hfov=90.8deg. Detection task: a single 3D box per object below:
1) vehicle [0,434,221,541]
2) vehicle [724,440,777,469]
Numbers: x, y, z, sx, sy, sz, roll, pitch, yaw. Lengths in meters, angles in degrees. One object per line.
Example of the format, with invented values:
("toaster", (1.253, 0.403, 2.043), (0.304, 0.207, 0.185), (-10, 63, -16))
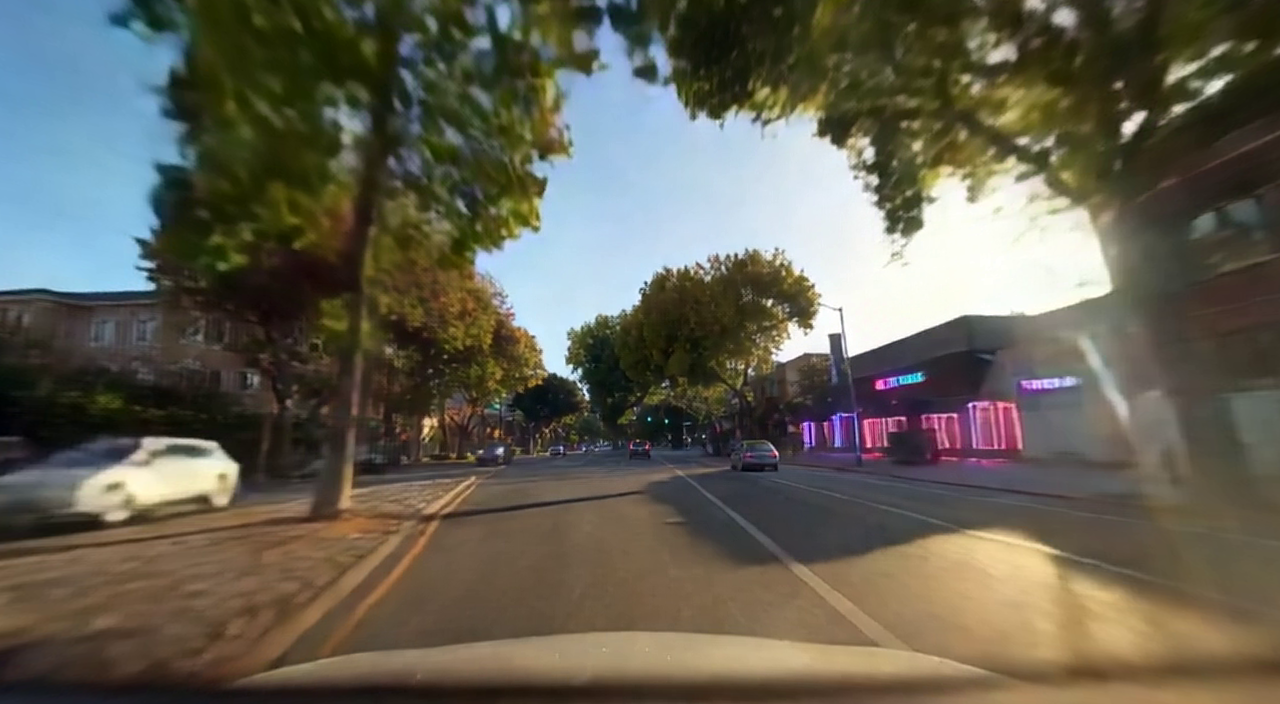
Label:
("vehicle", (-9.582, 2.213, 11.001), (1.676, 1.469, 4.362), (0, -8, -2))
("vehicle", (6.168, 5.784, 35.835), (2.024, 1.475, 4.600), (0, -8, -2))
